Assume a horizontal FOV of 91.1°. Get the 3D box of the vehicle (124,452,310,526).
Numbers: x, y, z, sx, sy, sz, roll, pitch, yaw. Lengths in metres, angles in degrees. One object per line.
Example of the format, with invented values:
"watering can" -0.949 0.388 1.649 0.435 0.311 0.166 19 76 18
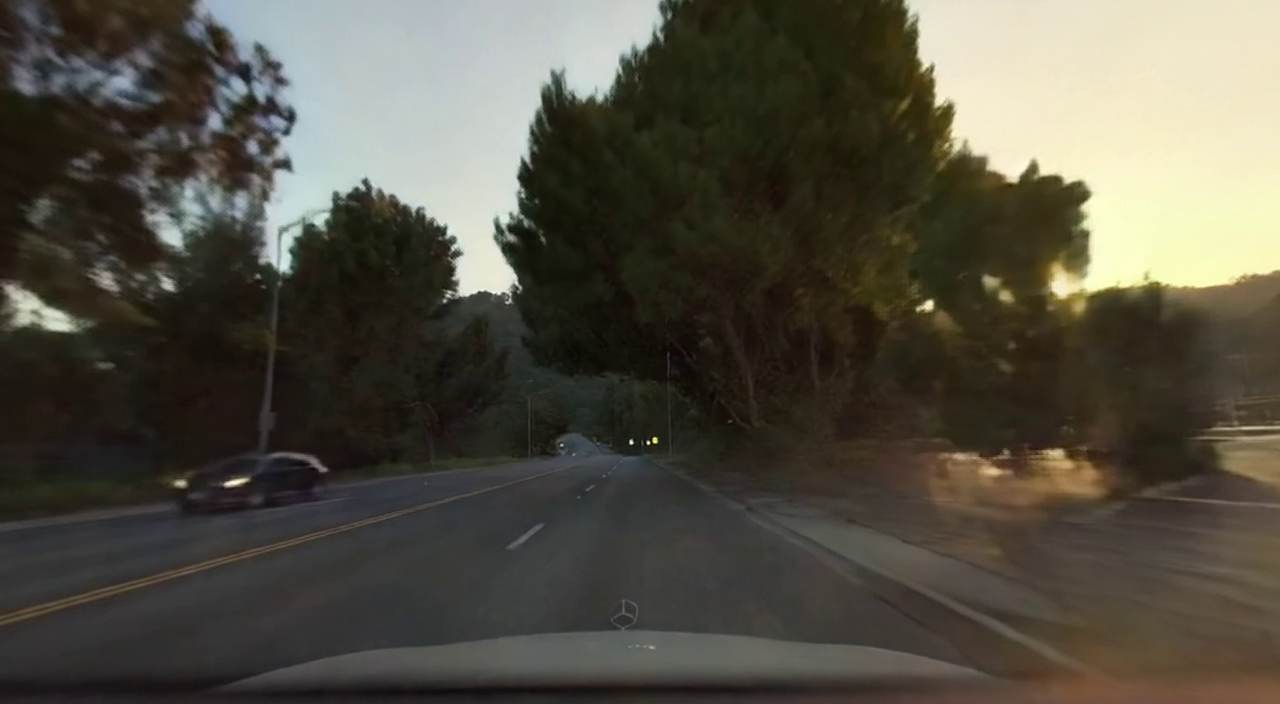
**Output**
"vehicle" -9.781 3.144 14.959 1.766 1.473 3.795 0 -9 0
